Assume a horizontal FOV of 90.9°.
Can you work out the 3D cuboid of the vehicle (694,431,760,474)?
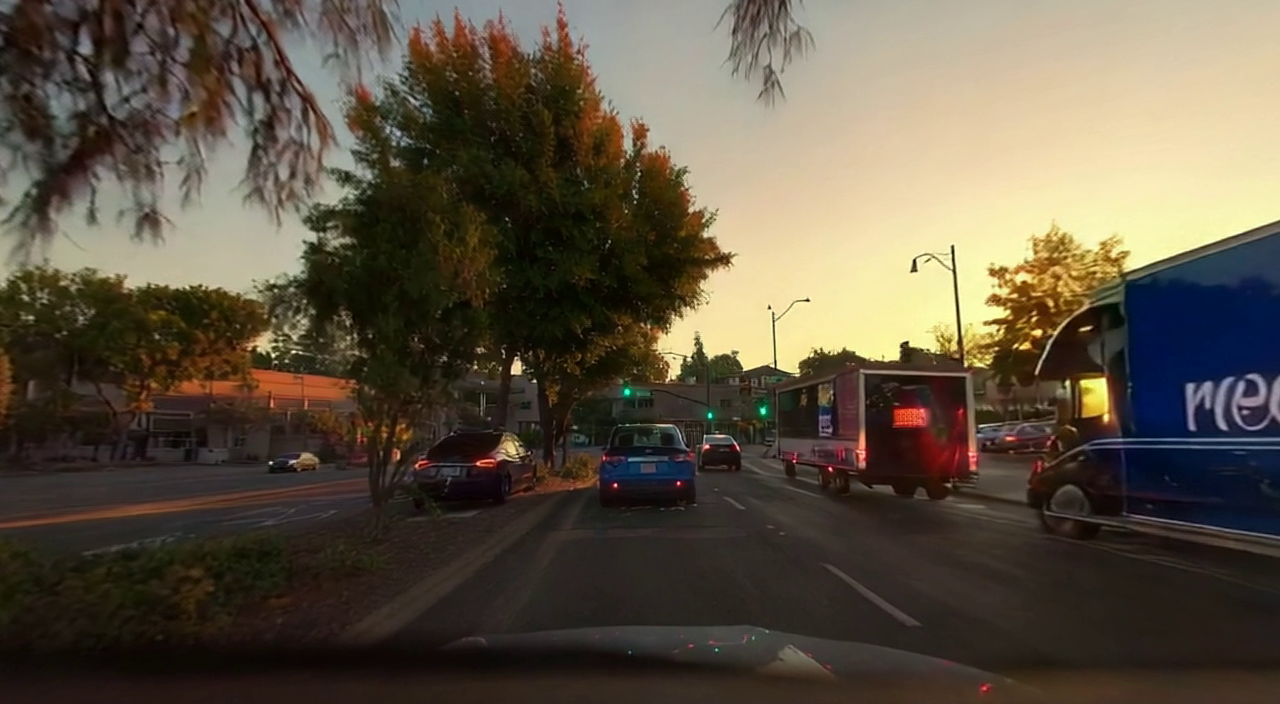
[{"bbox_3d":[3.340,3.968,25.142,2.075,1.540,4.411,-1,-8,1],"label":"vehicle"}]

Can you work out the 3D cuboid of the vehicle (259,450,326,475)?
[{"bbox_3d":[-22.789,7.225,41.575,1.824,1.470,4.486,-1,-8,1],"label":"vehicle"}]

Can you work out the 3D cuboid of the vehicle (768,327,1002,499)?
[{"bbox_3d":[6.618,2.113,19.575,2.816,3.804,10.315,-3,-8,-1],"label":"vehicle"}]

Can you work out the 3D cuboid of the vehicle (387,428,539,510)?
[{"bbox_3d":[-3.634,2.488,13.908,2.008,1.500,4.369,0,-8,1],"label":"vehicle"}]

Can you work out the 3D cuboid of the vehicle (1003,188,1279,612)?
[{"bbox_3d":[6.577,0.344,4.798,2.891,3.361,7.843,0,-8,0],"label":"vehicle"}]

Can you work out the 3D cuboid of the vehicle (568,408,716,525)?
[{"bbox_3d":[0.050,2.000,11.474,2.209,1.718,4.008,0,-8,1],"label":"vehicle"}]
